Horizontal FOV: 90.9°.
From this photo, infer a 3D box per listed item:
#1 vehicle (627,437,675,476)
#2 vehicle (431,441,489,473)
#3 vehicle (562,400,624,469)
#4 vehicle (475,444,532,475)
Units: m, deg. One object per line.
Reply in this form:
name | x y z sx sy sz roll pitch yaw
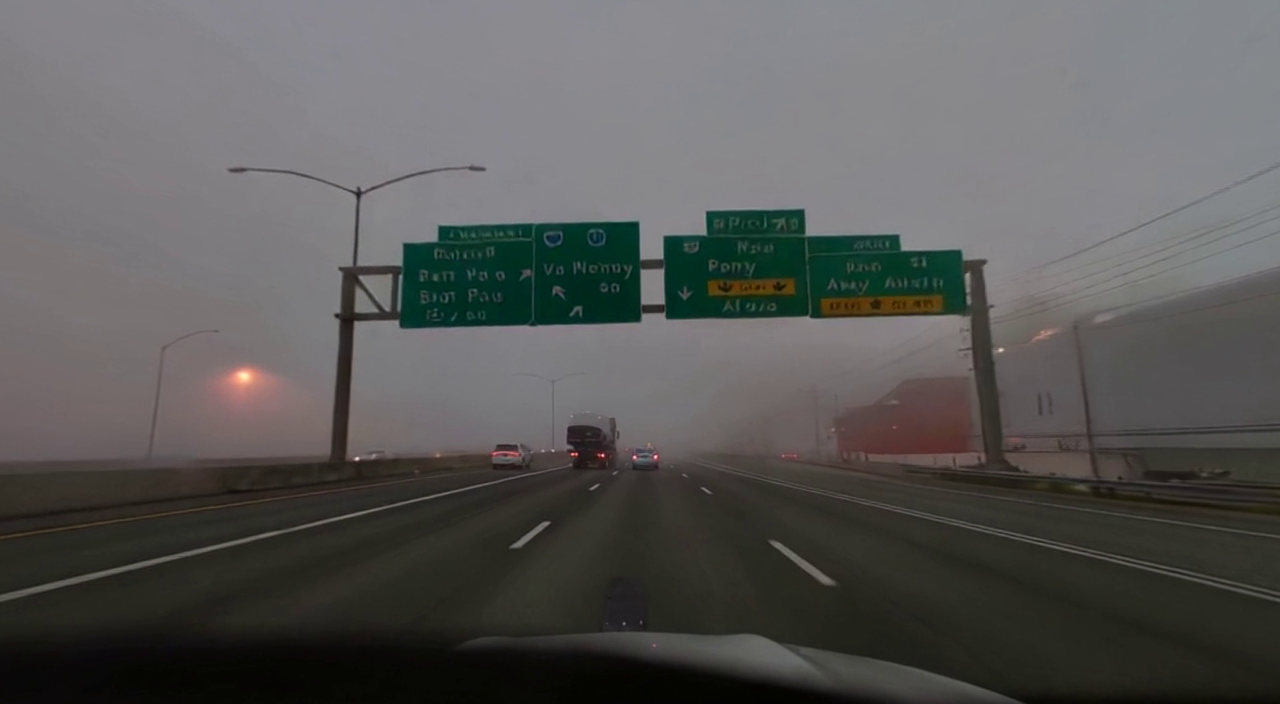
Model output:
vehicle | 0.536 5.331 32.458 2.279 1.837 4.747 0 -8 1
vehicle | -10.220 5.960 36.136 1.997 1.692 4.294 0 -8 1
vehicle | -3.161 6.355 47.757 2.888 4.308 16.259 0 -8 2
vehicle | -7.037 5.565 32.908 1.945 1.482 4.109 0 -8 2
